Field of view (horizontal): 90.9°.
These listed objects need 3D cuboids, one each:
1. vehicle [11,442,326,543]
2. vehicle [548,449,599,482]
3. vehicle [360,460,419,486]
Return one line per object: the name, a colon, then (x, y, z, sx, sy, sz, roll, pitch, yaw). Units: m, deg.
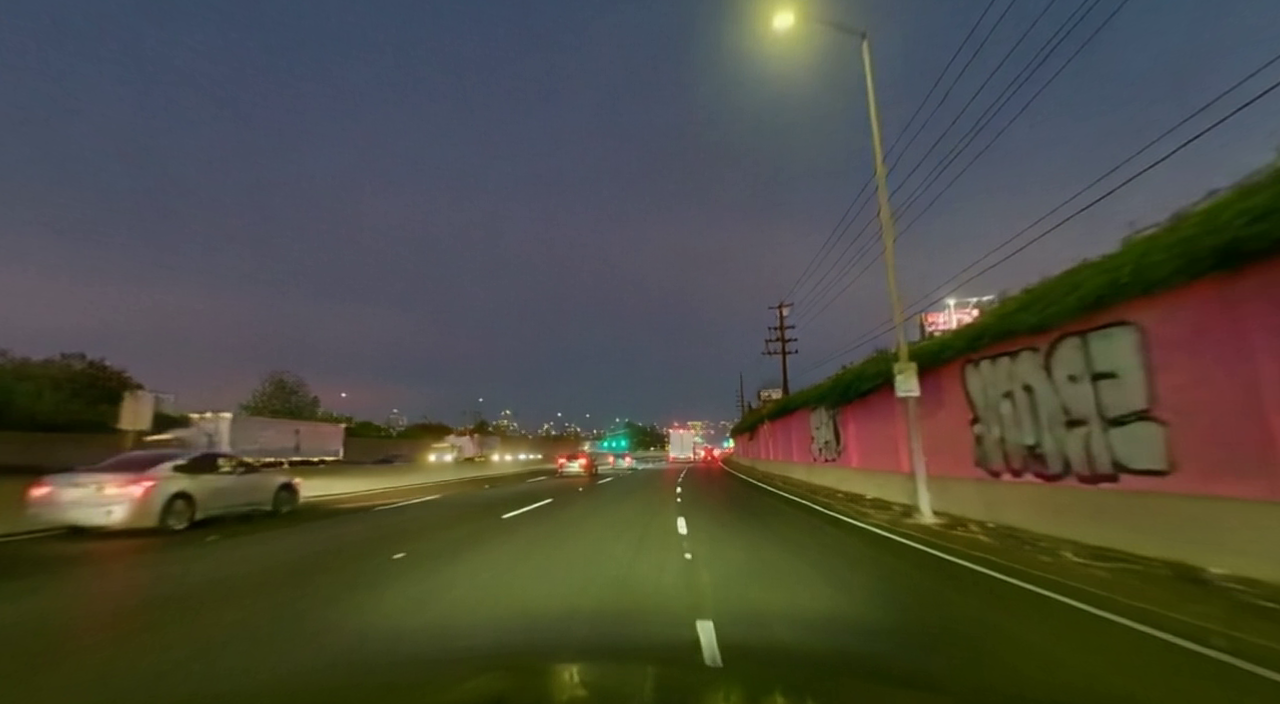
vehicle: (-8.394, 2.521, 12.025, 2.142, 1.503, 4.767, -1, -9, 3)
vehicle: (-3.371, 5.834, 32.714, 1.966, 1.565, 3.766, -1, -9, 4)
vehicle: (-15.068, 7.277, 38.075, 1.789, 1.390, 3.746, -1, -9, 4)
